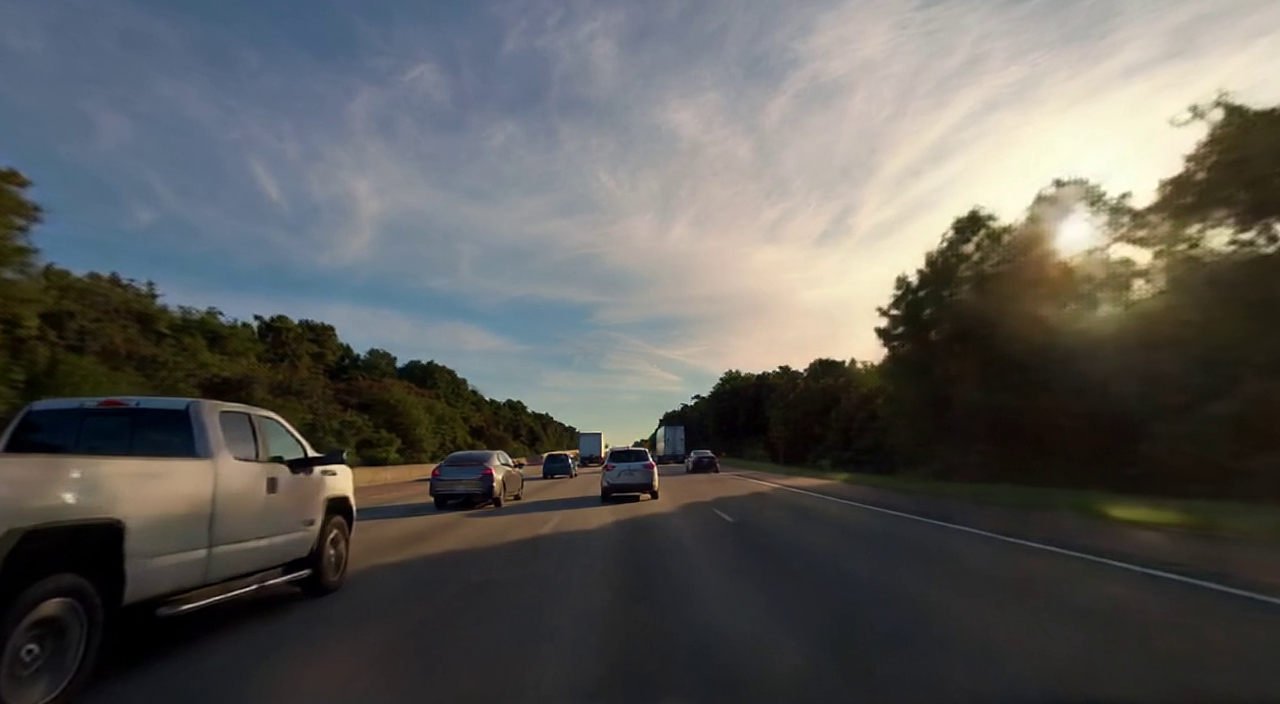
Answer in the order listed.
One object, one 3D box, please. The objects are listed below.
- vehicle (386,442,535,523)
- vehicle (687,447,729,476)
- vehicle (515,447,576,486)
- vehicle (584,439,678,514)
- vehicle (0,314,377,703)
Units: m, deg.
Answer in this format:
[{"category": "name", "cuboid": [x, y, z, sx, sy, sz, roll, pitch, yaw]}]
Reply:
[{"category": "vehicle", "cuboid": [-3.730, 2.792, 14.044, 1.988, 1.501, 4.438, 0, -9, 0]}, {"category": "vehicle", "cuboid": [3.756, 6.101, 35.410, 1.858, 1.537, 3.838, 0, -9, -1]}, {"category": "vehicle", "cuboid": [-3.949, 4.853, 27.026, 1.999, 1.484, 4.269, 0, -9, -1]}, {"category": "vehicle", "cuboid": [-0.204, 2.931, 15.228, 1.996, 1.574, 3.426, 0, -9, 0]}, {"category": "vehicle", "cuboid": [-3.897, 1.003, 4.076, 2.243, 1.889, 4.949, 0, -9, 0]}]
